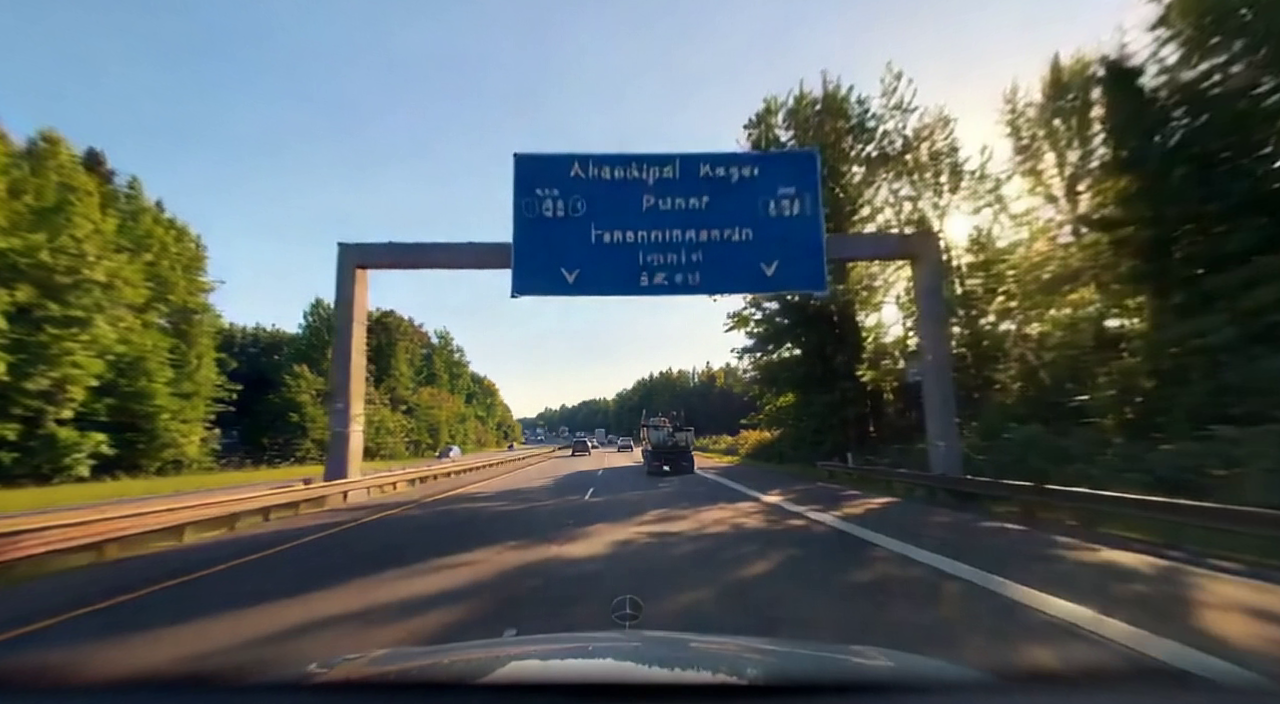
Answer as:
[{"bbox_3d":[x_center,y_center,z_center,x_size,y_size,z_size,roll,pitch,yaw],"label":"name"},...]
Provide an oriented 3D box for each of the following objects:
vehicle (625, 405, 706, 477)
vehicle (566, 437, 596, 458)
[{"bbox_3d":[0.799,3.510,24.894,2.677,2.439,6.402,0,-8,-3],"label":"vehicle"},{"bbox_3d":[-4.518,7.378,48.622,2.114,1.504,3.924,0,-8,-2],"label":"vehicle"}]
